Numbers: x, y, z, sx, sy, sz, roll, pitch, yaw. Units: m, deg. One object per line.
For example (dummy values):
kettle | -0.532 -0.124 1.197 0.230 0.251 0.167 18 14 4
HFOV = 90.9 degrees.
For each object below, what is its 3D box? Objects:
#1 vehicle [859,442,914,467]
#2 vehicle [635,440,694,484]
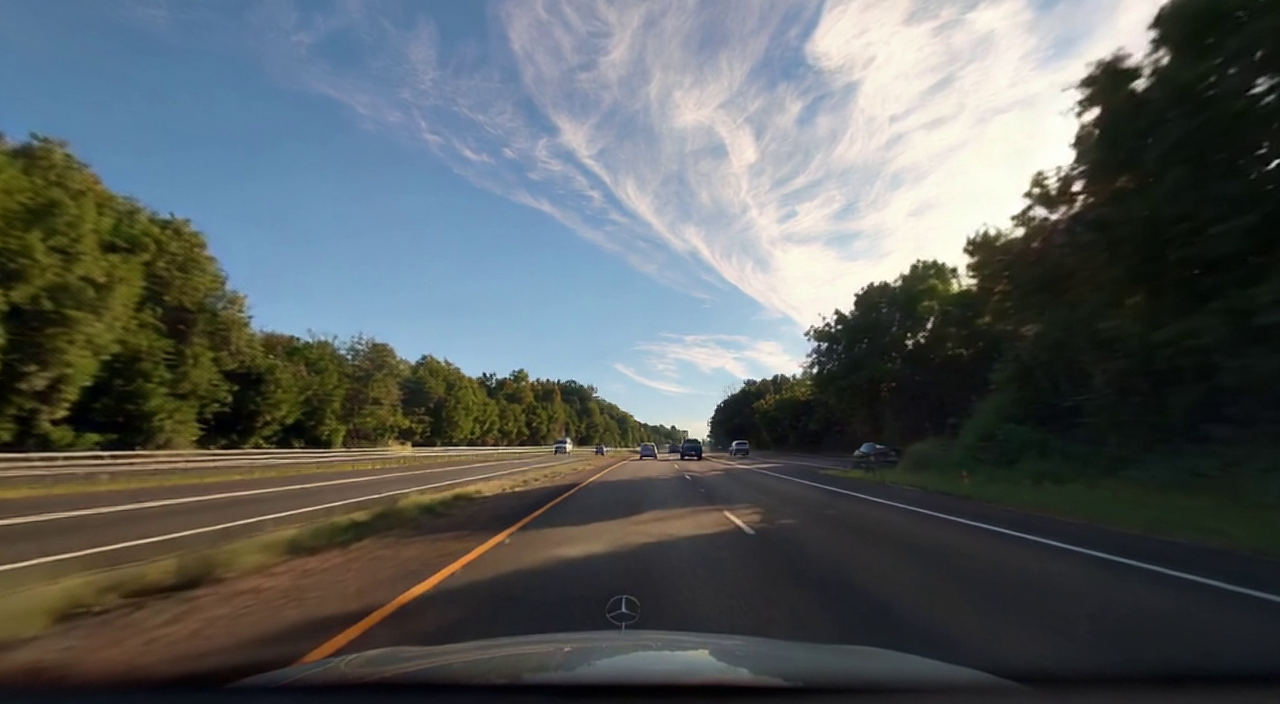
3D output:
vehicle | 15.816 6.604 40.616 1.926 1.483 3.528 0 -9 -4
vehicle | 0.847 4.117 23.857 2.053 1.483 4.185 0 -9 0
